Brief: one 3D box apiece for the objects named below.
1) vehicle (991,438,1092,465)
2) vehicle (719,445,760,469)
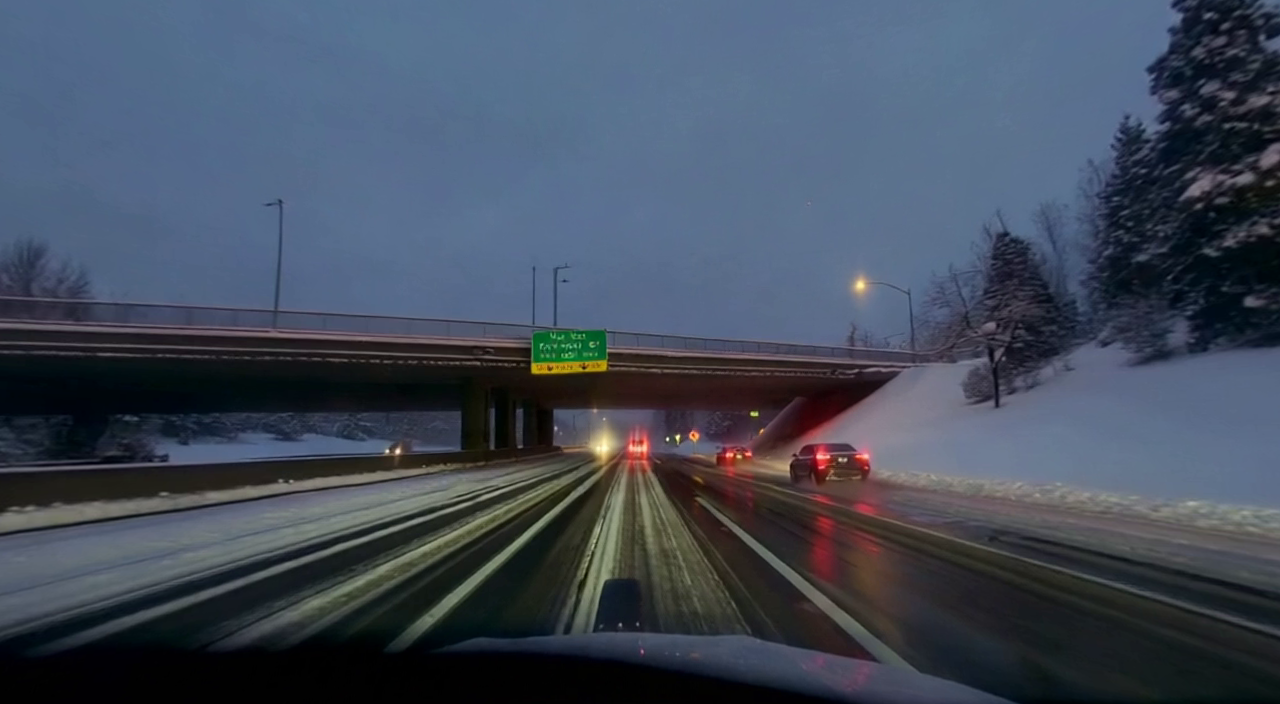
[{"bbox_3d":[23.677,5.880,37.518,1.821,1.479,5.004,3,-9,-18],"label":"vehicle"},{"bbox_3d":[7.000,7.424,44.925,2.075,1.611,4.421,0,-8,-1],"label":"vehicle"}]
